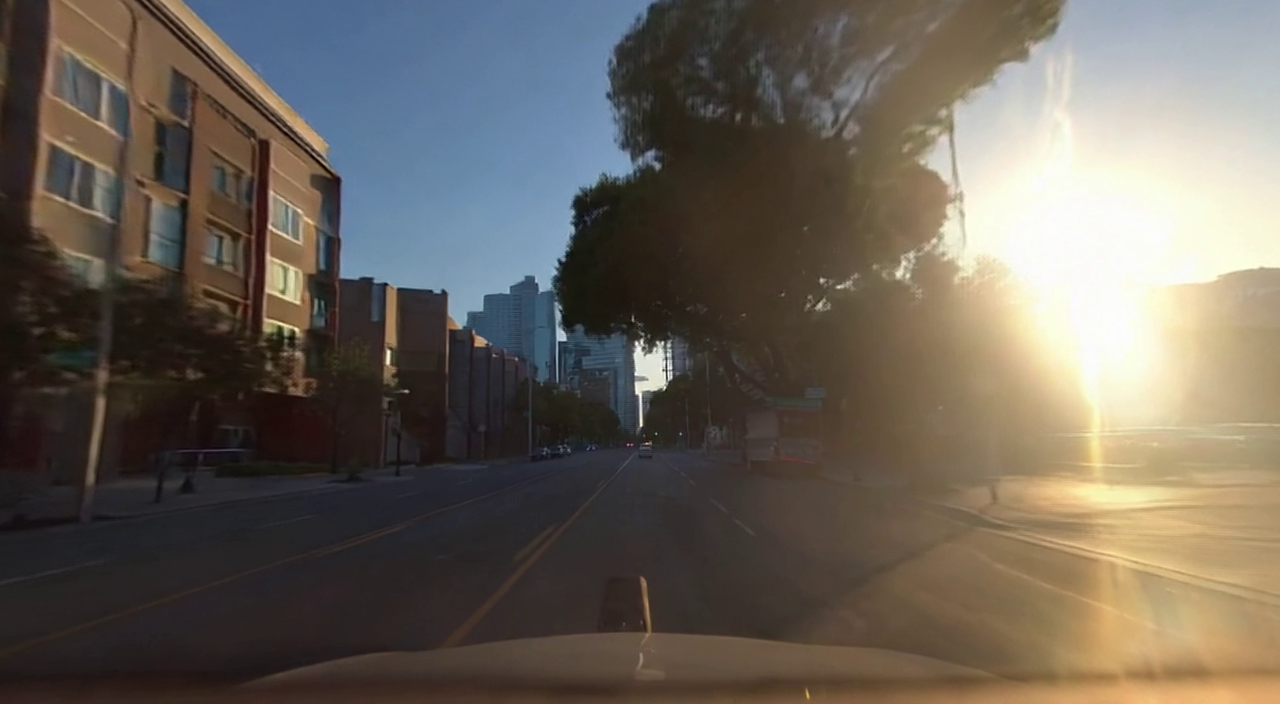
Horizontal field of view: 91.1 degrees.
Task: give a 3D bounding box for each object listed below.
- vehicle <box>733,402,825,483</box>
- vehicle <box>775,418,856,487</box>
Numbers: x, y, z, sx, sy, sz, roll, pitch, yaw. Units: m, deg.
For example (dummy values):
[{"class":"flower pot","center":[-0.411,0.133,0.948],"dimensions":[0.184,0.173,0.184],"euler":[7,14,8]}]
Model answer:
[{"class":"vehicle","center":[6.128,4.122,28.792],"dimensions":[2.750,3.269,6.333],"euler":[0,-8,0]},{"class":"vehicle","center":[6.598,3.804,24.010],"dimensions":[2.021,2.433,3.088],"euler":[0,-8,-2]}]
